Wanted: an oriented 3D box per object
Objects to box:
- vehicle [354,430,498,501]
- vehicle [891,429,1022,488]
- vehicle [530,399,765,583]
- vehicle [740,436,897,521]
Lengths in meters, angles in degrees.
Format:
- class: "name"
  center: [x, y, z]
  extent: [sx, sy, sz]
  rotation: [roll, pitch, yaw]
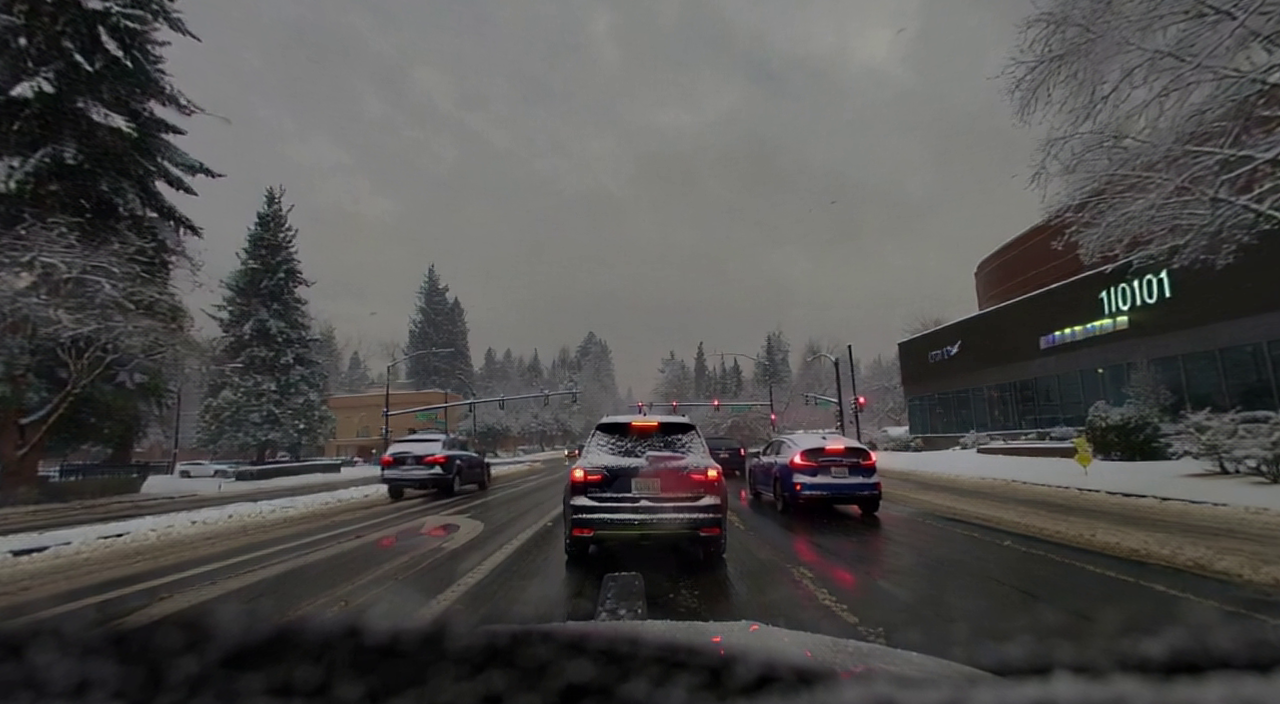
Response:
- class: "vehicle"
  center: [-6.138, 3.331, 19.012]
  extent: [2.555, 1.819, 5.145]
  rotation: [0, -9, 0]
- class: "vehicle"
  center: [10.860, 3.697, 22.135]
  extent: [2.123, 1.812, 4.553]
  rotation: [0, -9, -1]
- class: "vehicle"
  center: [0.062, 1.655, 8.260]
  extent: [2.266, 1.762, 4.131]
  rotation: [0, -9, 0]
- class: "vehicle"
  center: [3.507, 2.558, 13.359]
  extent: [1.997, 1.471, 4.321]
  rotation: [0, -9, -1]
